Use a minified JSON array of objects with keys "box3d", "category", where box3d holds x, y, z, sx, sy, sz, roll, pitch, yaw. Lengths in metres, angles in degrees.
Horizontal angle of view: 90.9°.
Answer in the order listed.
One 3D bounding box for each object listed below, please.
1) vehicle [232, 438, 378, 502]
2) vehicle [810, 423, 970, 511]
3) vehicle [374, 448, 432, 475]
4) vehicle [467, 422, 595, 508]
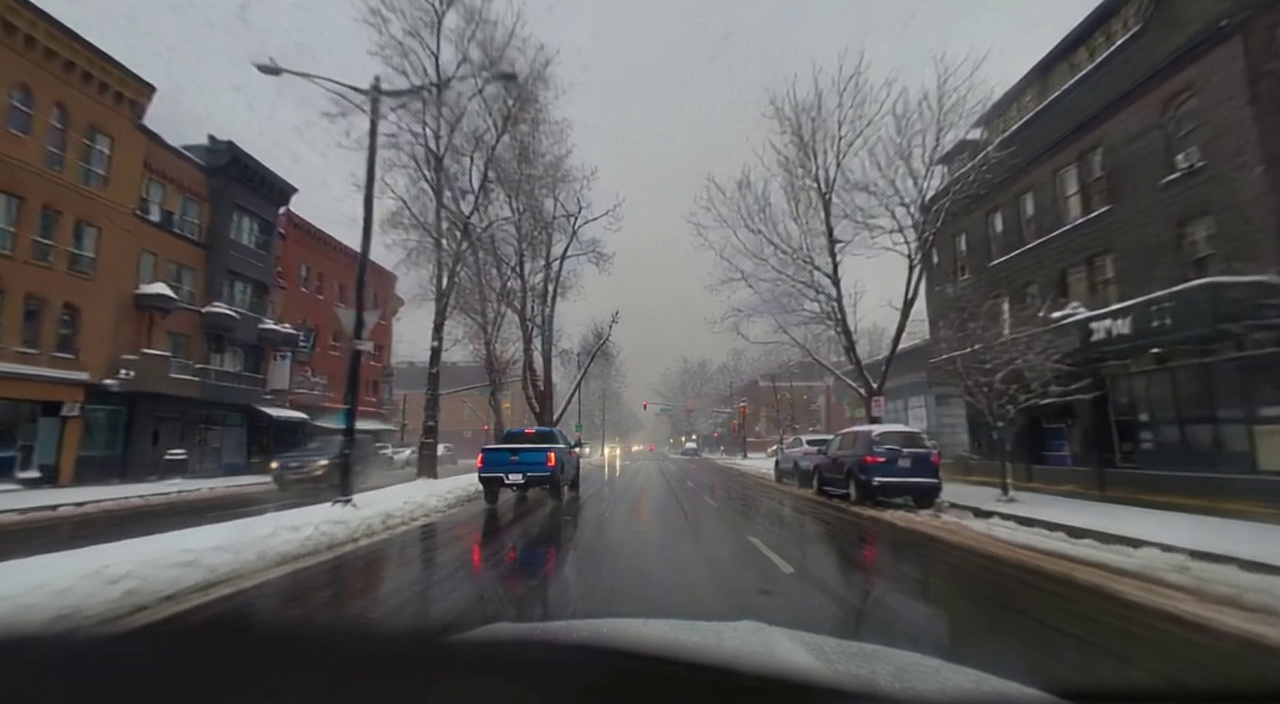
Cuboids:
[{"box3d":[-10.054,3.560,19.411,2.013,1.704,4.364,-1,-9,1],"category":"vehicle"},{"box3d":[5.964,2.810,15.853,2.043,1.841,4.842,0,-9,1],"category":"vehicle"},{"box3d":[-15.819,7.312,42.419,2.100,1.596,4.739,-2,-9,0],"category":"vehicle"},{"box3d":[-2.490,2.800,16.021,2.197,1.786,5.365,-1,-9,1],"category":"vehicle"}]
